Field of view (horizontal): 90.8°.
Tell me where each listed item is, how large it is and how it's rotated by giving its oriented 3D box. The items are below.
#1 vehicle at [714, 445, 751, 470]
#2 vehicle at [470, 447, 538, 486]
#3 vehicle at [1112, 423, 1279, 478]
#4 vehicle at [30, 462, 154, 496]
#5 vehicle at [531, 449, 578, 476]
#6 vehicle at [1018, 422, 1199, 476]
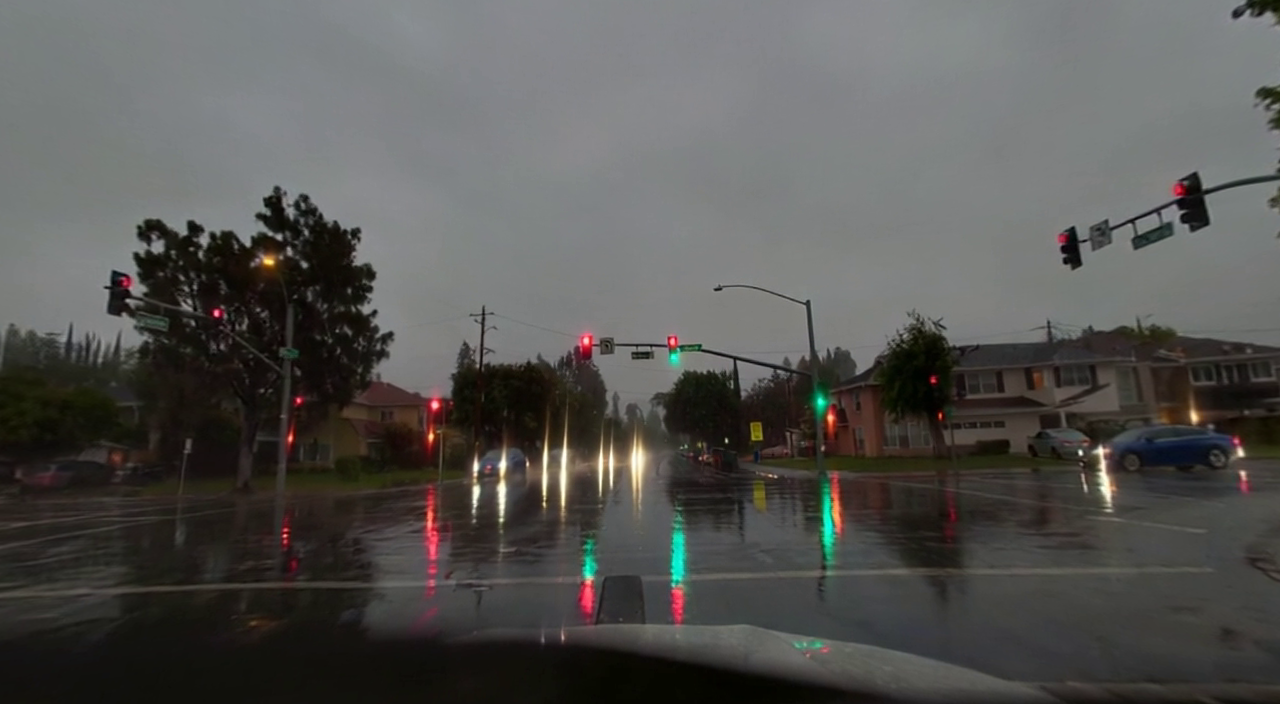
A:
[{"bbox_3d":[6.207,7.116,42.911,1.891,1.611,4.269,0,-8,1],"label":"vehicle"},{"bbox_3d":[-6.229,5.264,29.390,1.982,1.686,4.195,-1,-8,4],"label":"vehicle"},{"bbox_3d":[16.958,2.897,18.703,4.345,1.517,1.913,0,-8,1],"label":"vehicle"},{"bbox_3d":[-30.105,6.988,34.971,2.106,1.586,5.009,-1,-8,4],"label":"vehicle"},{"bbox_3d":[-5.822,7.556,43.445,2.270,1.605,4.958,-2,-9,3],"label":"vehicle"},{"bbox_3d":[16.006,3.342,21.815,4.452,1.711,2.186,0,-8,1],"label":"vehicle"}]
